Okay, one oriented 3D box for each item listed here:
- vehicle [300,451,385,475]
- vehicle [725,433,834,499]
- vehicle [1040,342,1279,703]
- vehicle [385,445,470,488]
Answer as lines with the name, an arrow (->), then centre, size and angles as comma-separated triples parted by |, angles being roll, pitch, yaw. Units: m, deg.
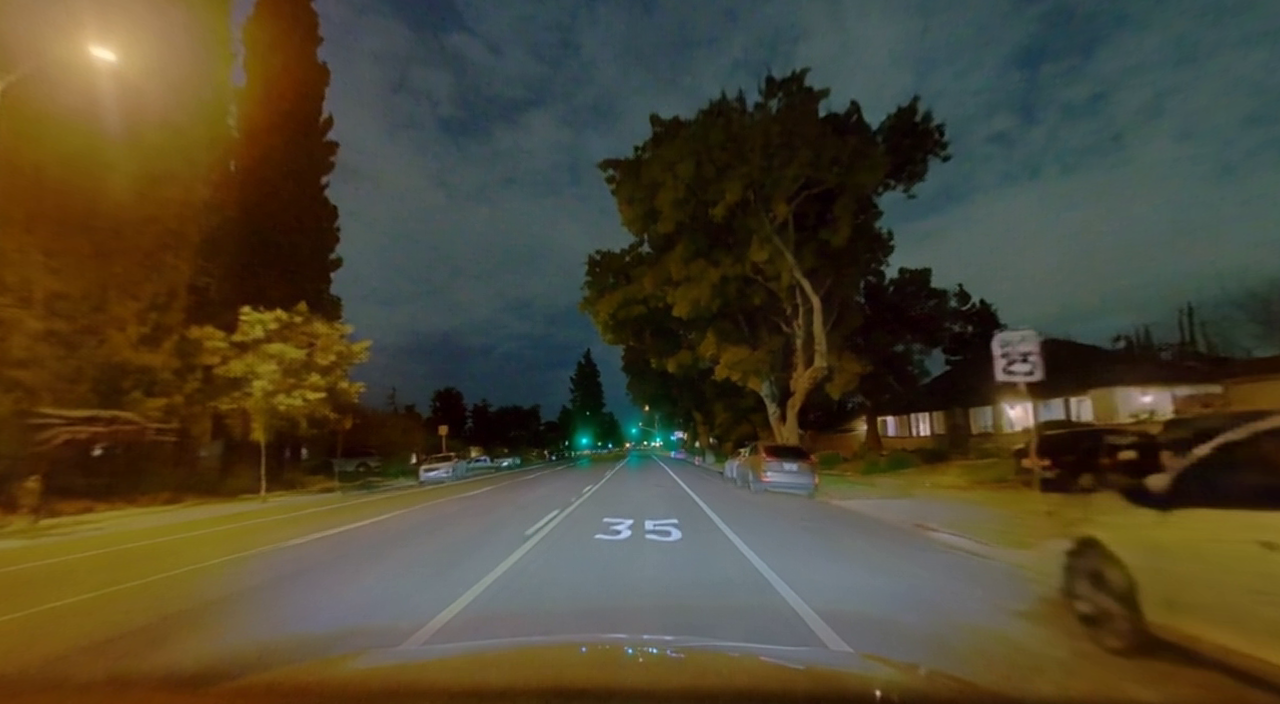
vehicle -> -19.181, 7.144, 40.848 | 4.530, 1.477, 1.843 | 0, -8, -1
vehicle -> 4.160, 3.496, 19.825 | 2.254, 1.812, 4.817 | 0, -8, -1
vehicle -> 3.998, 0.802, 2.038 | 2.169, 1.914, 4.791 | 0, -8, -1
vehicle -> -10.650, 5.739, 32.276 | 2.338, 1.871, 5.795 | -2, -8, 0
